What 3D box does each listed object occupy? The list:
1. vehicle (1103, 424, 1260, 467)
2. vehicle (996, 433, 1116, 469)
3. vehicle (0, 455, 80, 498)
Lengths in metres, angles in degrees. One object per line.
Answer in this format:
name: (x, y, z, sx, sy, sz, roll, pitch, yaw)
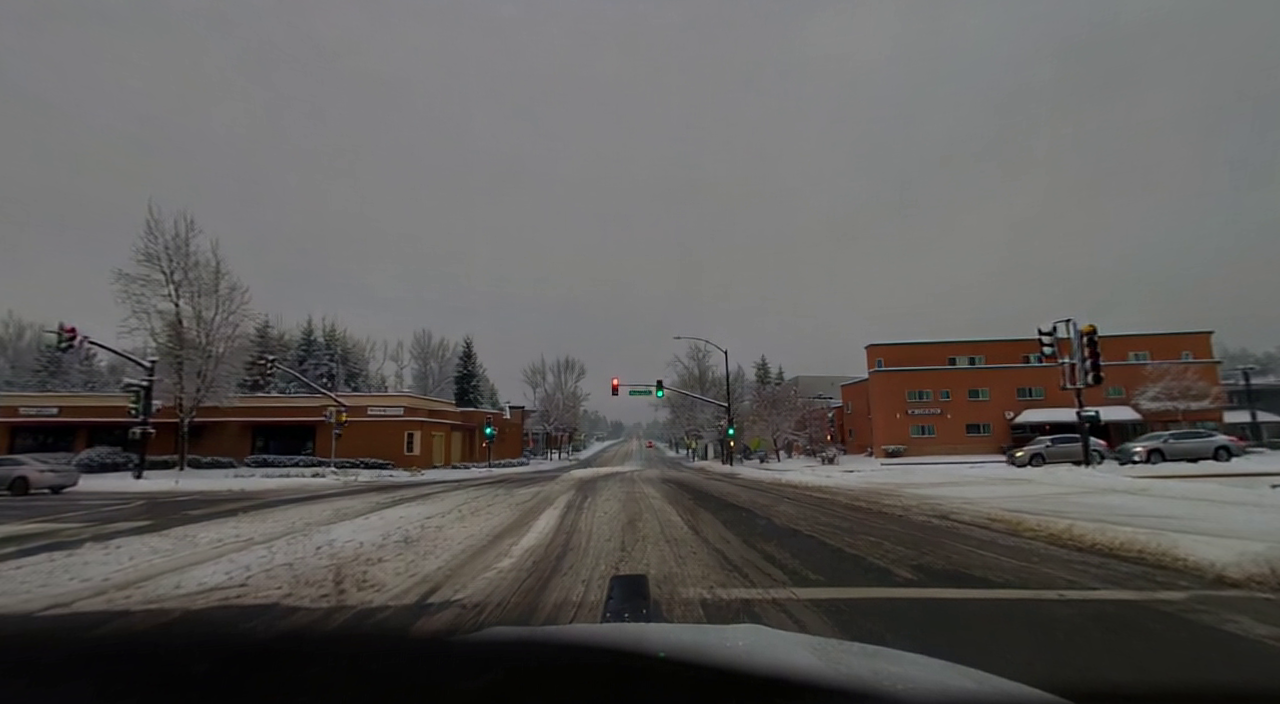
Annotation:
vehicle: (21.109, 3.659, 24.732, 4.288, 1.600, 1.927, 0, -9, 1)
vehicle: (20.433, 4.880, 31.129, 4.483, 1.691, 1.949, 0, -9, 1)
vehicle: (-25.237, 4.876, 24.958, 4.332, 1.573, 1.900, 0, -9, 3)
